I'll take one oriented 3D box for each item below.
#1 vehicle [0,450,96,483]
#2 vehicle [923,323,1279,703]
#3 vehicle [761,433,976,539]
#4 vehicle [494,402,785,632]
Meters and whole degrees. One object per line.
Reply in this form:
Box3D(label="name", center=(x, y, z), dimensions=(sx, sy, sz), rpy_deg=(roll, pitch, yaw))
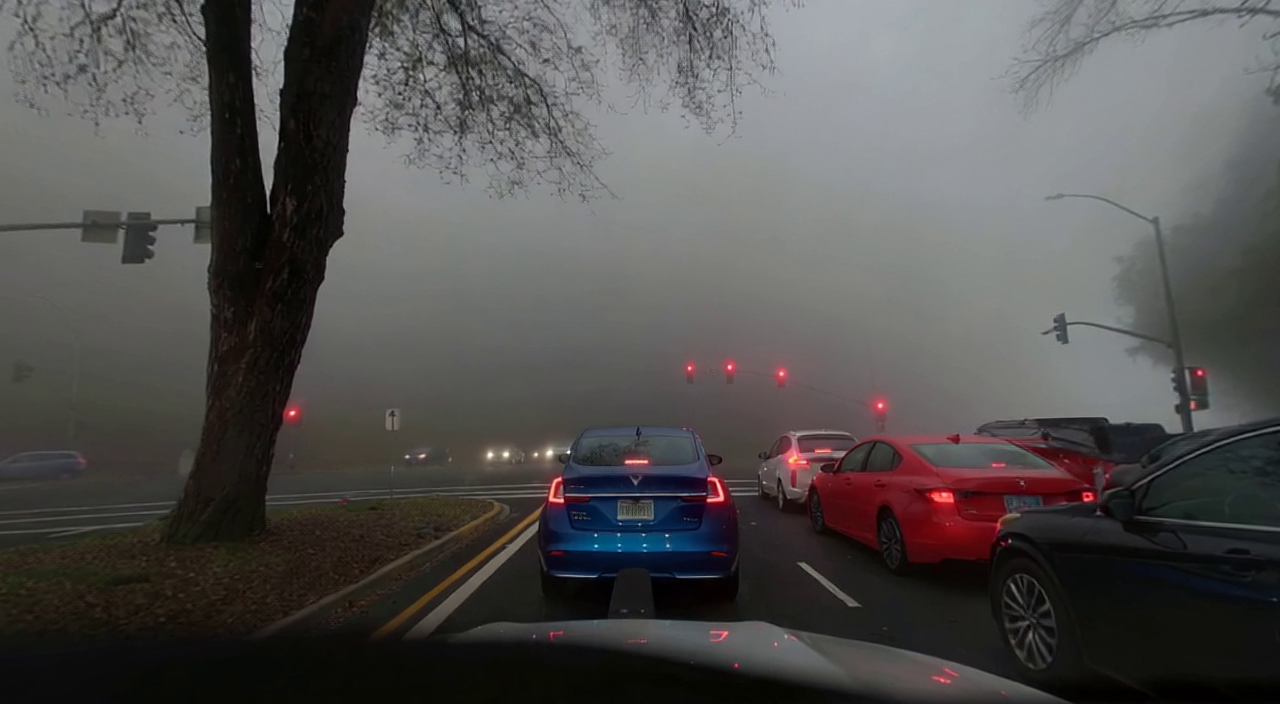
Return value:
Box3D(label="vehicle", center=(-40.757, 7.697, 42.748), dimensions=(5.321, 2.089, 2.177), rpy_deg=(4, -10, -26))
Box3D(label="vehicle", center=(3.723, 0.928, 3.436), dimensions=(2.162, 1.829, 4.519), rpy_deg=(0, -9, -1))
Box3D(label="vehicle", center=(3.687, 2.258, 11.302), dimensions=(2.054, 1.482, 4.654), rpy_deg=(0, -9, -1))
Box3D(label="vehicle", center=(-0.025, 1.473, 6.500), dimensions=(2.074, 1.631, 3.793), rpy_deg=(0, -9, -1))
